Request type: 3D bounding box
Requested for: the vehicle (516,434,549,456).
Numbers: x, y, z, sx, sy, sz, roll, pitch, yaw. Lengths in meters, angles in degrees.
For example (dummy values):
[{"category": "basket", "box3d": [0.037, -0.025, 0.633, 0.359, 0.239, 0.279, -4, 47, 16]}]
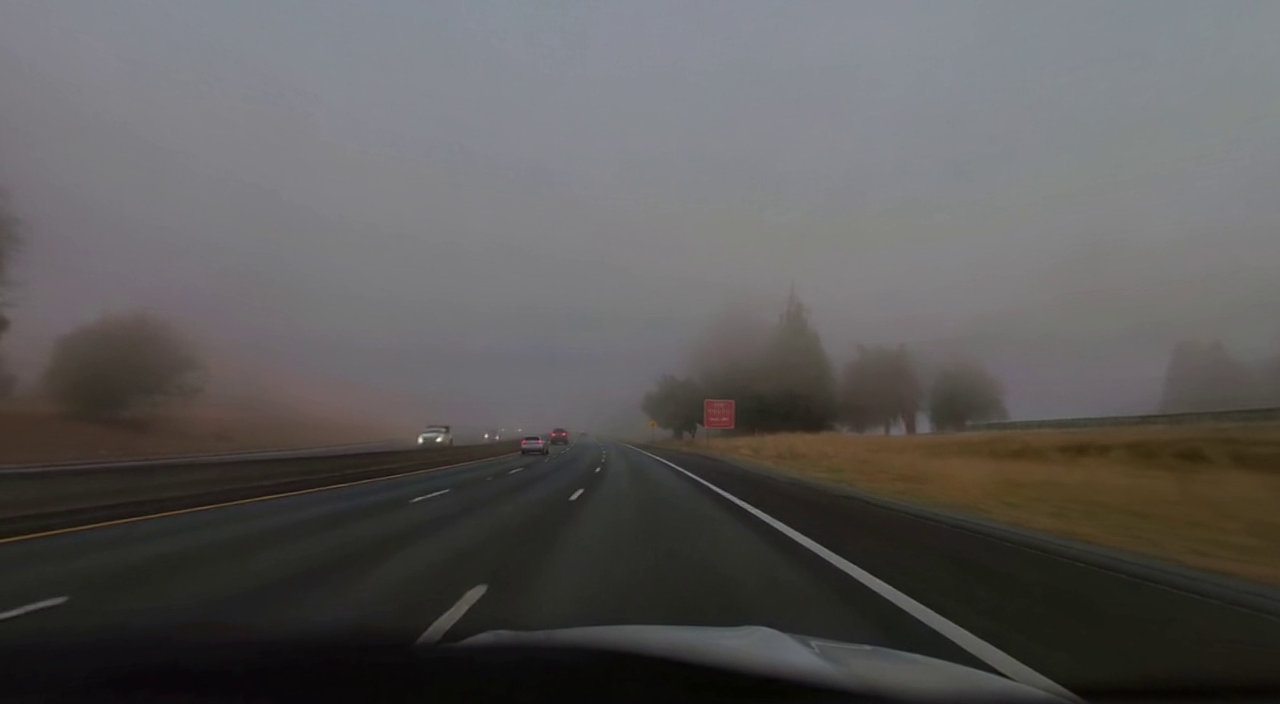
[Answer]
[{"category": "vehicle", "box3d": [-8.205, 7.135, 48.378, 1.931, 1.608, 3.977, 0, -8, -2]}]
